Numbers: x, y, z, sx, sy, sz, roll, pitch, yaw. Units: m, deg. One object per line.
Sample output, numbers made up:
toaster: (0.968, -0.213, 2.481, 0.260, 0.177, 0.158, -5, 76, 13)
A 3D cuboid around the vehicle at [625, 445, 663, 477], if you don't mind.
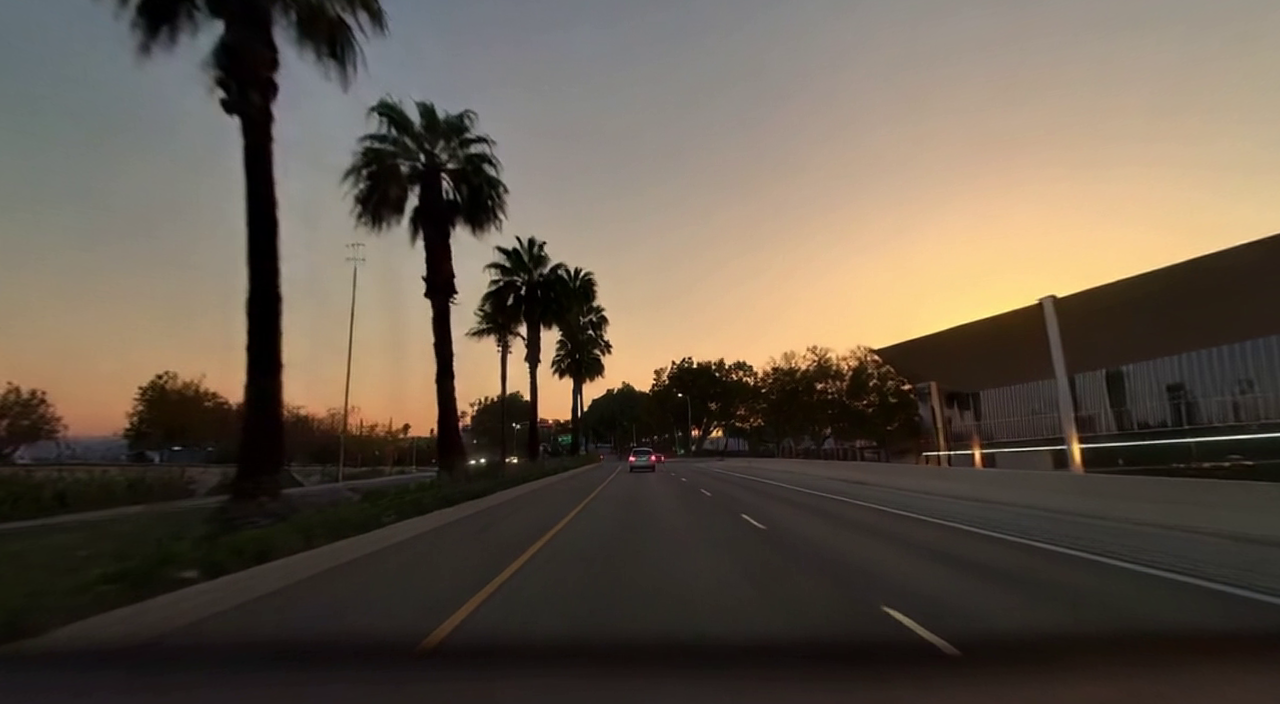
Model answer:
vehicle: (0.216, 6.353, 37.015, 2.089, 1.718, 4.193, 0, -9, 0)
